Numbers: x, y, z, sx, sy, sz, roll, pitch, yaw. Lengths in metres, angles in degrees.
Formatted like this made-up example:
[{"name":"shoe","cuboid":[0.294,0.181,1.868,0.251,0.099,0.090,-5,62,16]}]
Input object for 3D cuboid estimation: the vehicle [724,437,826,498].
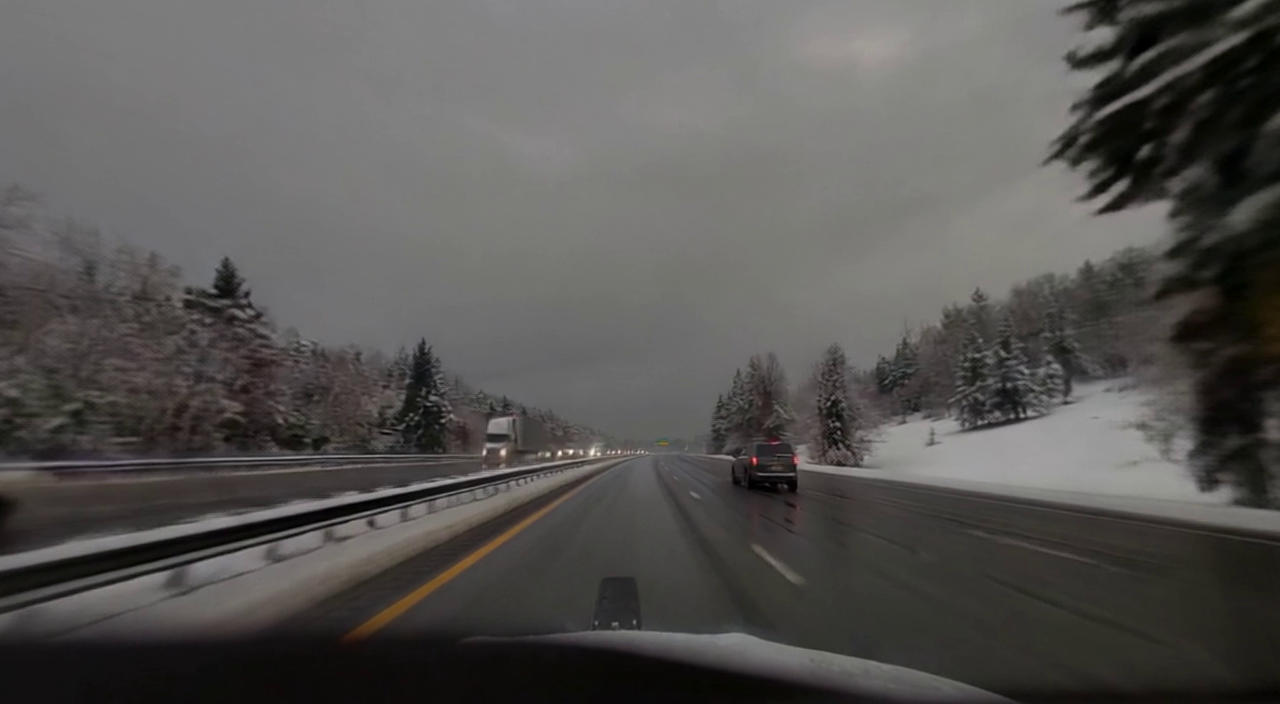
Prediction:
[{"name":"vehicle","cuboid":[4.047,3.548,19.682,2.089,1.660,4.729,0,-9,-1]}]
